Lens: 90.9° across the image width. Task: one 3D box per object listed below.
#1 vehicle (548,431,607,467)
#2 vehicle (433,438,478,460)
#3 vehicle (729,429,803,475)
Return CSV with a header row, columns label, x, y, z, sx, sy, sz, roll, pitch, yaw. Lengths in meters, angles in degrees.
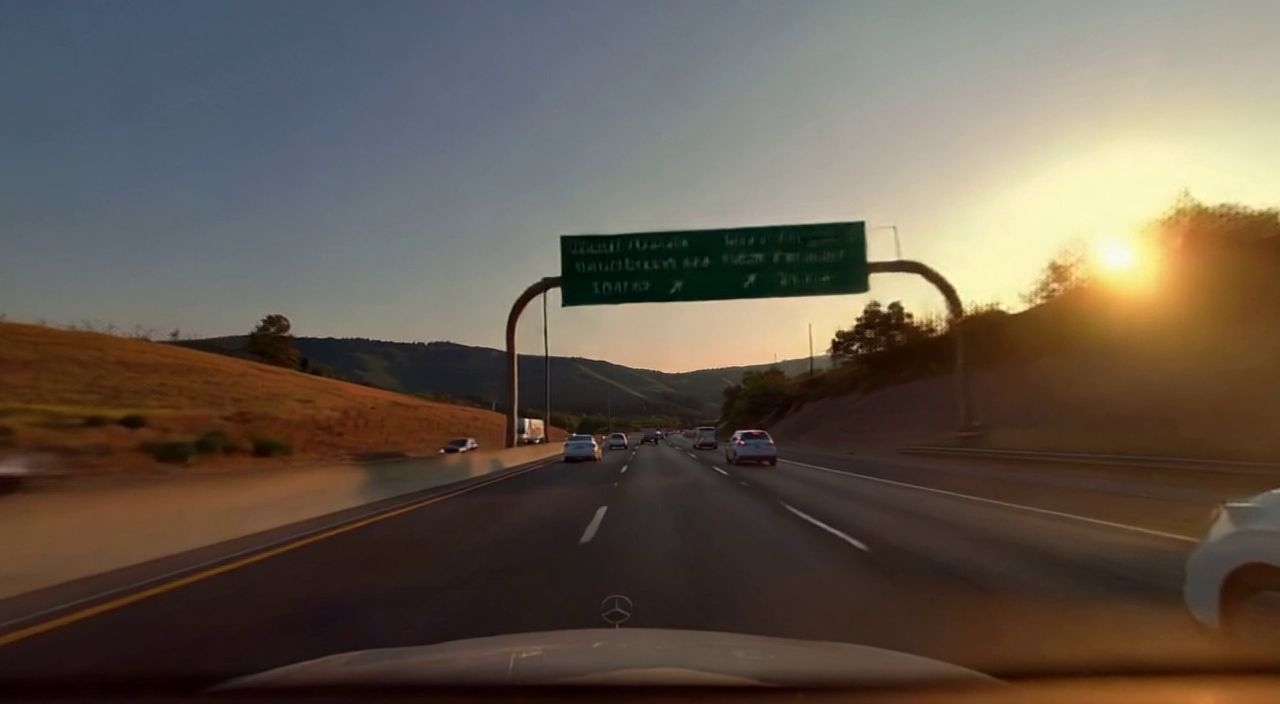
label,x,y,z,sx,sy,sz,roll,pitch,yaw
vehicle,-2.734,4.340,28.561,2.204,1.486,4.121,0,-8,1
vehicle,-13.971,7.334,47.976,2.087,1.553,4.617,0,-8,0
vehicle,4.390,3.518,22.467,1.806,1.469,3.681,0,-8,-1
